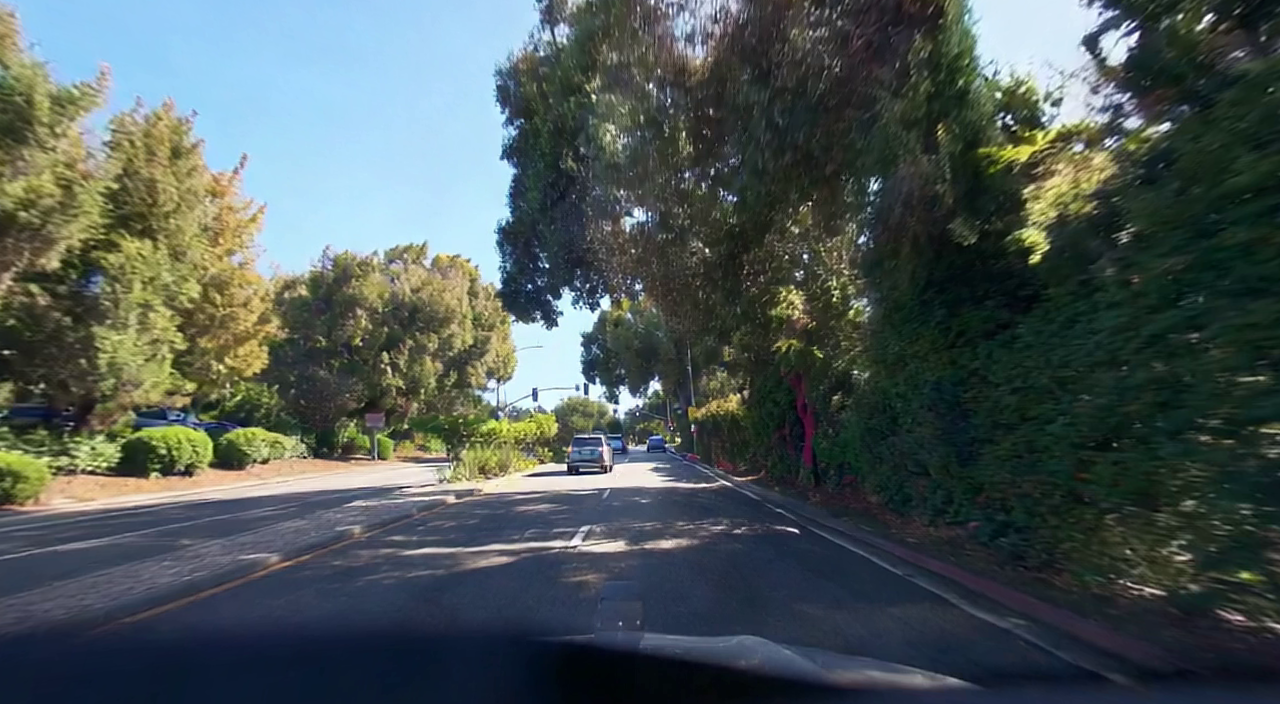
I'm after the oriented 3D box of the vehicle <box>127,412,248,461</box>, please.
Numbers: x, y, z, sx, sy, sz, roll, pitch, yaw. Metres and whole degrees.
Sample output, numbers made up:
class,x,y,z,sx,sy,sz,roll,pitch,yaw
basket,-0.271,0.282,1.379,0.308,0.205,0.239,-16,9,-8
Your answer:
class,x,y,z,sx,sy,sz,roll,pitch,yaw
vehicle,-33.519,6.236,46.703,9.036,3.379,2.893,-3,-9,25
